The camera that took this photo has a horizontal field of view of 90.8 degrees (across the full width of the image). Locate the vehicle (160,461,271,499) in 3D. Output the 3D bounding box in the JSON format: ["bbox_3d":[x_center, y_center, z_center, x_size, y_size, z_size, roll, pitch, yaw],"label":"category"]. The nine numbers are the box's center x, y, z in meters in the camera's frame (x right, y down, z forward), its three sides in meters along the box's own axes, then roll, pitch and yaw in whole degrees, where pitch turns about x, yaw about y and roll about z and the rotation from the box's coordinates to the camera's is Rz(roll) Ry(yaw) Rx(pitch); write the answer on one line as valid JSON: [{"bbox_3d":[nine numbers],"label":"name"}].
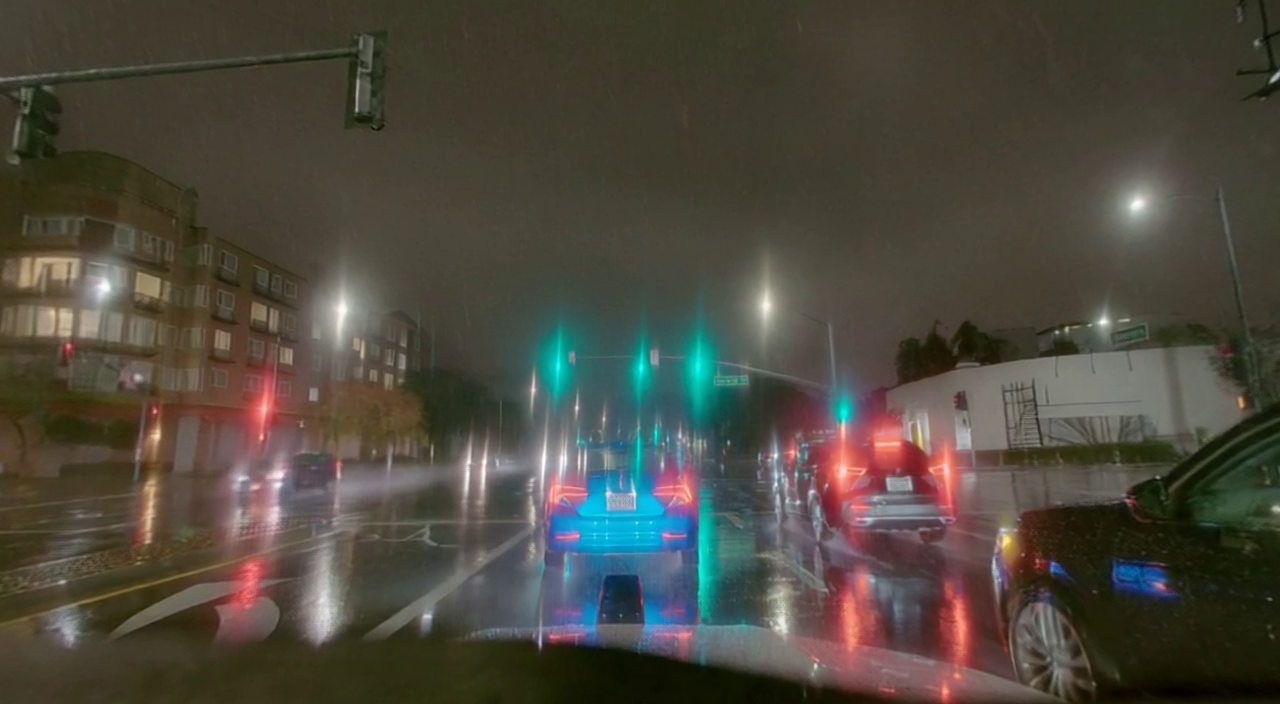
[{"bbox_3d":[-19.098,5.754,28.697,1.942,1.453,4.448,0,-9,0],"label":"vehicle"}]

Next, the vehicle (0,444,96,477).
[{"bbox_3d":[-35.841,6.410,37.606,2.145,1.797,5.198,-1,-9,1],"label":"vehicle"}]

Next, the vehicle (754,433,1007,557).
[{"bbox_3d":[3.212,1.999,9.627,2.009,1.414,4.416,0,-8,-2],"label":"vehicle"}]

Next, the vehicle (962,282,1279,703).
[{"bbox_3d":[3.003,0.631,1.605,2.047,1.785,4.357,0,-8,0],"label":"vehicle"}]

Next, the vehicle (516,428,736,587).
[{"bbox_3d":[-0.150,1.778,8.052,2.095,1.502,3.873,0,-8,0],"label":"vehicle"}]

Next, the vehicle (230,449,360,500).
[{"bbox_3d":[-11.640,4.136,21.743,1.887,1.516,4.524,0,-8,0],"label":"vehicle"}]

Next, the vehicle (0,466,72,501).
[{"bbox_3d":[-28.022,6.067,29.440,1.972,1.433,4.324,8,-12,-39],"label":"vehicle"}]

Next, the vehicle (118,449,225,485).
[{"bbox_3d":[-27.508,6.744,37.349,2.300,1.932,5.056,-1,-8,2],"label":"vehicle"}]
